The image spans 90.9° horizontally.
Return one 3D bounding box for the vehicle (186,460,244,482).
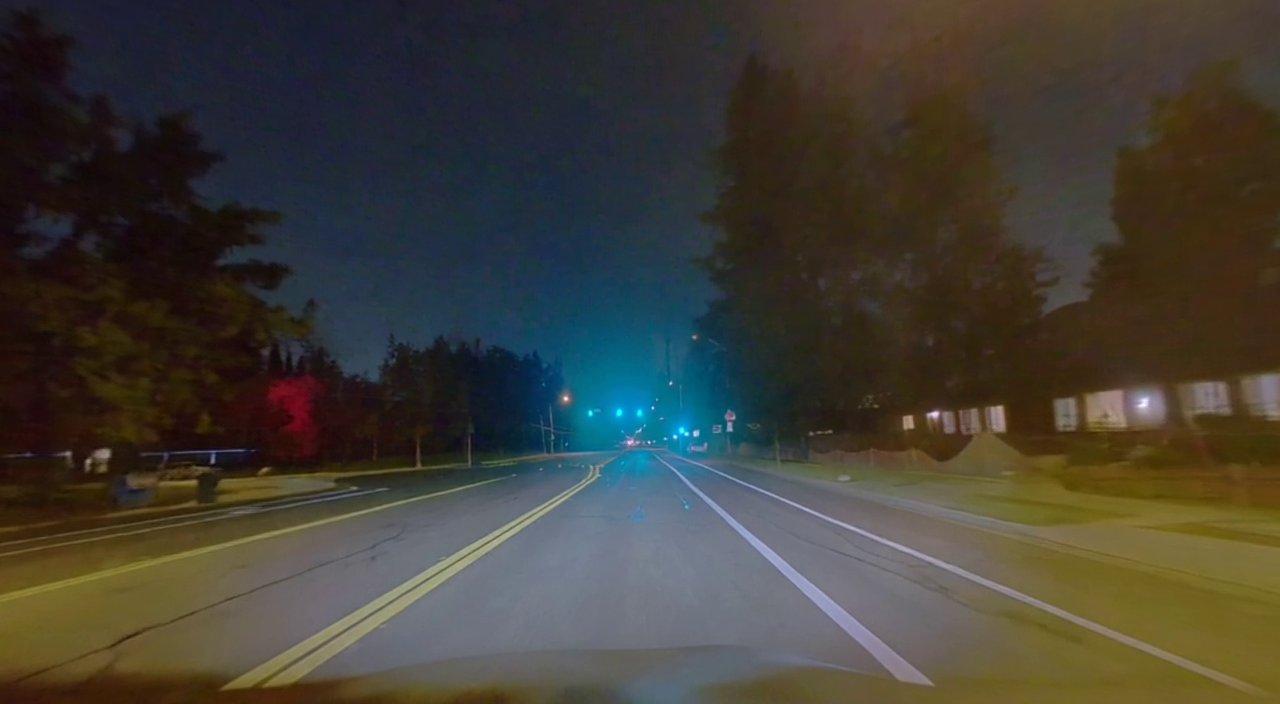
[{"bbox_3d":[-33.078,9.226,49.155,1.713,1.527,3.708,-1,-9,5],"label":"vehicle"}]
